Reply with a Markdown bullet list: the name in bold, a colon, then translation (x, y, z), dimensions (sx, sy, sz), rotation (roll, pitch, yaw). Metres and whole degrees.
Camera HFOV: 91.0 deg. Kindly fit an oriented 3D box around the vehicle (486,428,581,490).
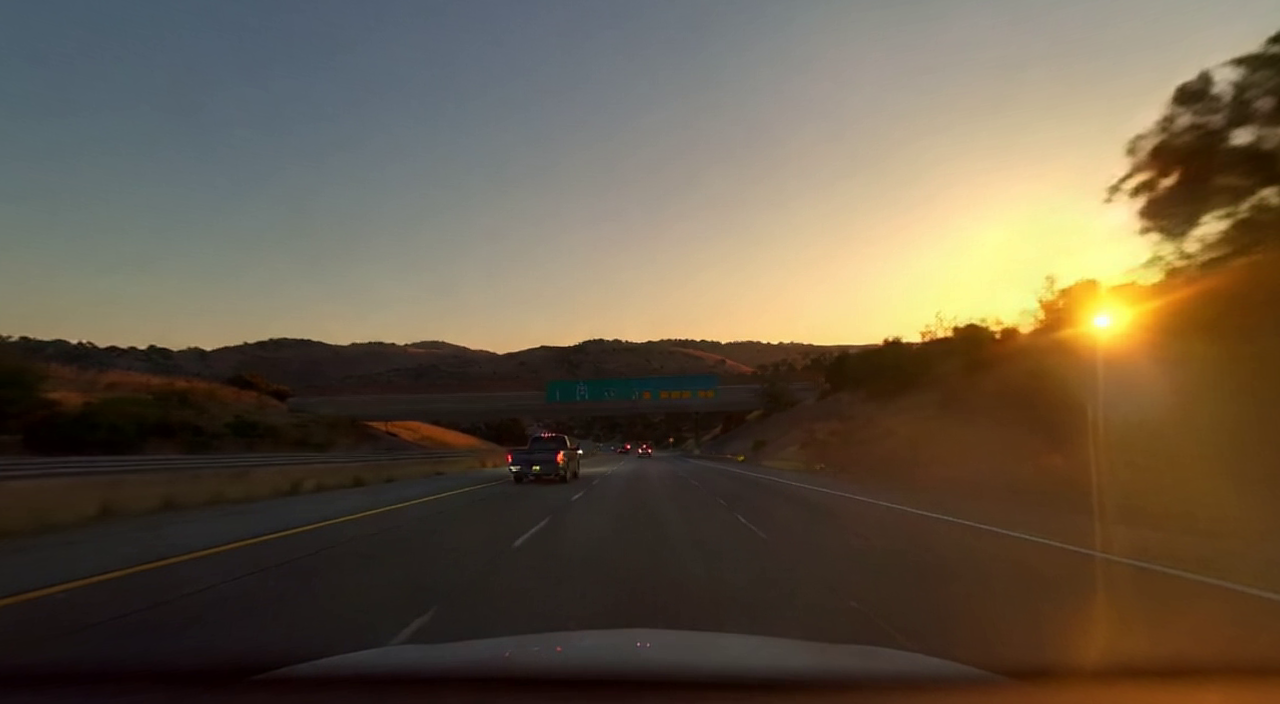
- **vehicle**: translation (-3.598, 3.783, 22.617), dimensions (2.379, 1.918, 5.504), rotation (0, -9, 1)
